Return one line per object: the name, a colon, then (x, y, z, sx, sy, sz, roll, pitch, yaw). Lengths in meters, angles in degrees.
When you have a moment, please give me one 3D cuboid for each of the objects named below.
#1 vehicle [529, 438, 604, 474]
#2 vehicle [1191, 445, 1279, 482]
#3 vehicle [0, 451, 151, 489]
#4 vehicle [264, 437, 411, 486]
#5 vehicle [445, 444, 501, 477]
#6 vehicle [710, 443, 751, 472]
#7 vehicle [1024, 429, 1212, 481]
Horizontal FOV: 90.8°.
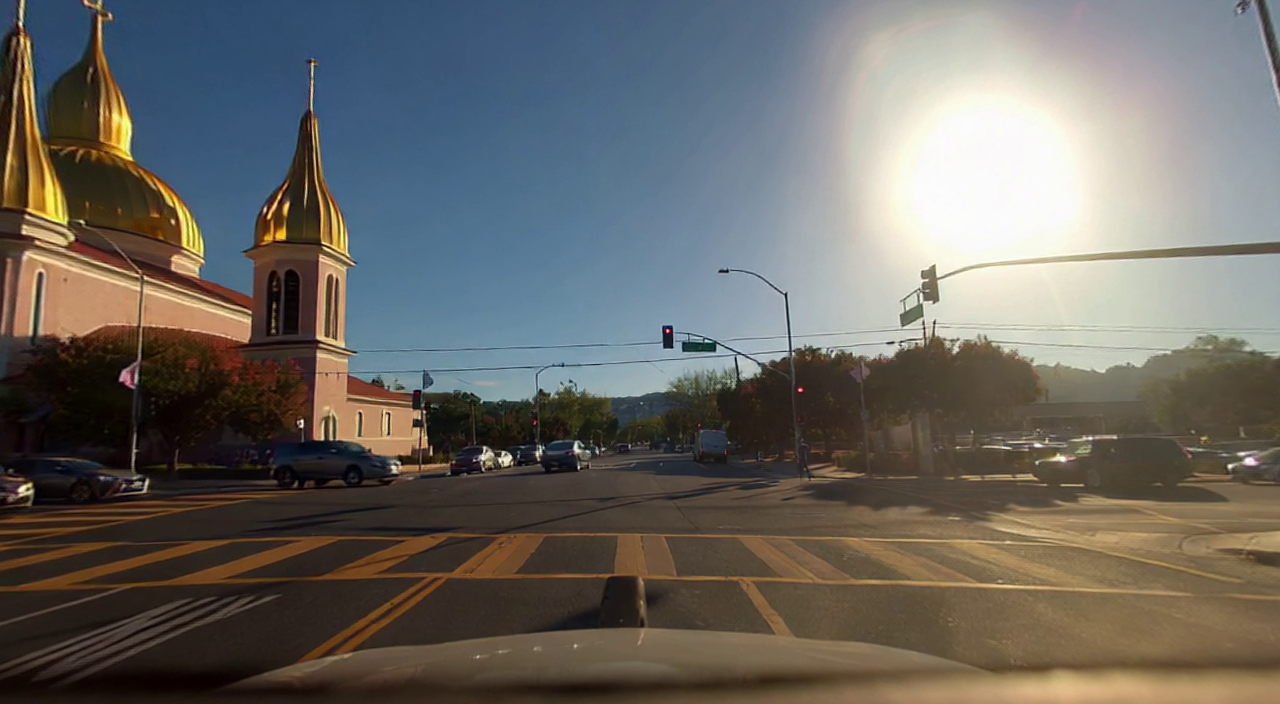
vehicle: (-3.649, 5.298, 32.402, 2.223, 1.692, 4.688, -2, -9, 15)
vehicle: (26.402, 4.674, 26.642, 4.561, 1.475, 1.850, 0, -8, 0)
vehicle: (-23.338, 4.877, 26.245, 4.479, 1.476, 1.873, 0, -8, 2)
vehicle: (-11.380, 4.137, 24.084, 4.567, 1.724, 2.051, 1, -9, -9)
vehicle: (-10.181, 6.612, 38.942, 2.076, 1.876, 4.669, 0, -8, 1)
vehicle: (5.880, 6.859, 41.482, 1.969, 1.776, 4.329, 0, -8, -2)
vehicle: (19.897, 4.315, 26.553, 5.852, 2.057, 2.361, 0, -8, 1)
